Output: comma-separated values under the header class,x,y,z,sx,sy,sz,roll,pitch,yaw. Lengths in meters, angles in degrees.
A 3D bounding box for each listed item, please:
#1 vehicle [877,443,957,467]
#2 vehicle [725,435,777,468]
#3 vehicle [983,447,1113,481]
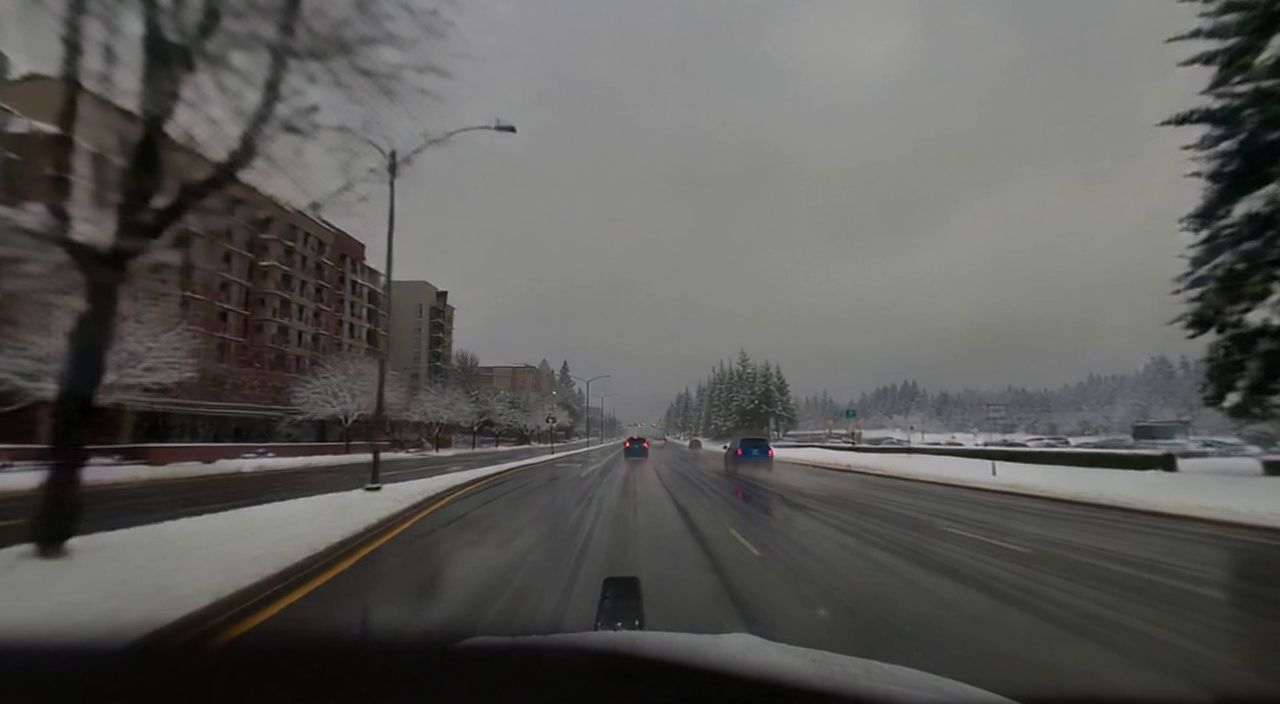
class,x,y,z,sx,sy,sz,roll,pitch,yaw
vehicle,19.070,7.102,43.479,4.644,1.552,1.980,0,-8,3
vehicle,6.557,5.947,37.724,2.136,1.799,4.796,1,-8,-2
vehicle,19.057,5.222,29.549,4.683,1.462,1.995,1,-8,1
